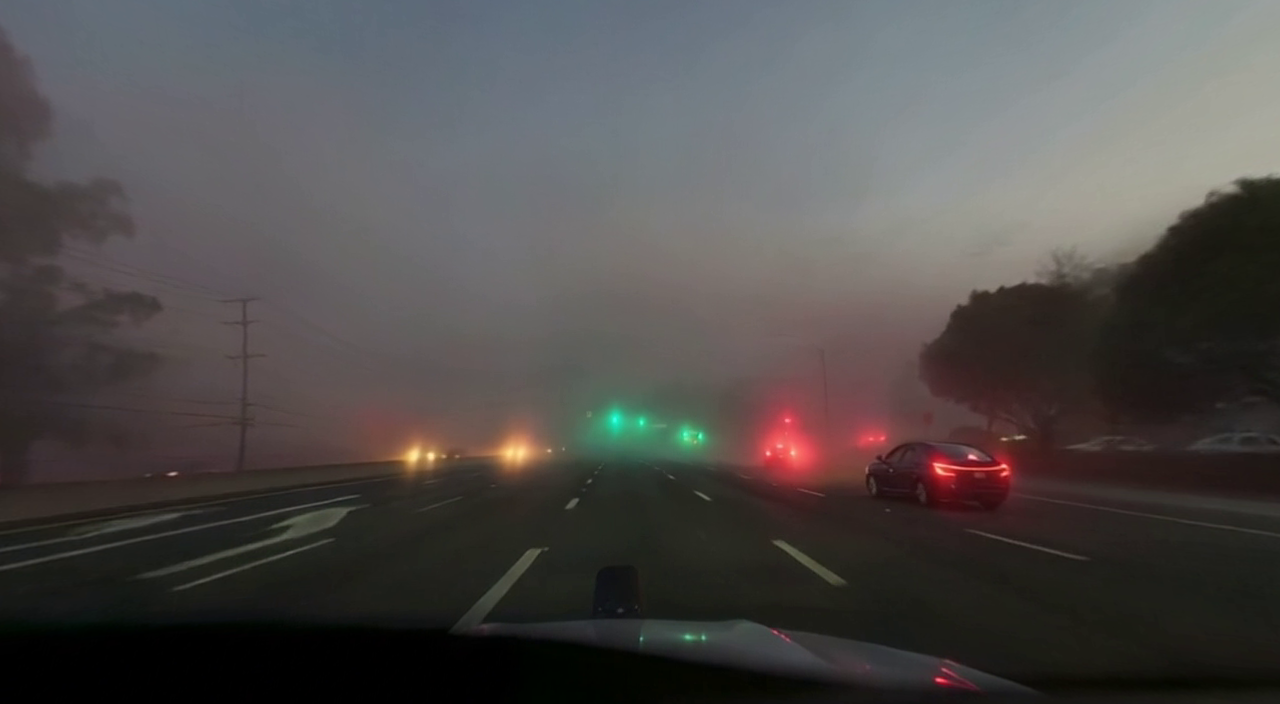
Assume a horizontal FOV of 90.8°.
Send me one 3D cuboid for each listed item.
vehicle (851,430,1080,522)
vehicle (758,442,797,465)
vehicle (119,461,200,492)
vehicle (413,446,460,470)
[{"bbox_3d":[6.280,2.440,13.029,2.113,1.520,4.650,0,-8,-2],"label":"vehicle"},{"bbox_3d":[9.935,7.339,45.961,1.979,1.581,4.271,0,-8,1],"label":"vehicle"},{"bbox_3d":[-29.374,7.590,38.822,1.932,1.639,4.600,1,-9,-9],"label":"vehicle"},{"bbox_3d":[-15.004,7.796,46.789,2.060,1.681,4.418,0,-8,-2],"label":"vehicle"}]
